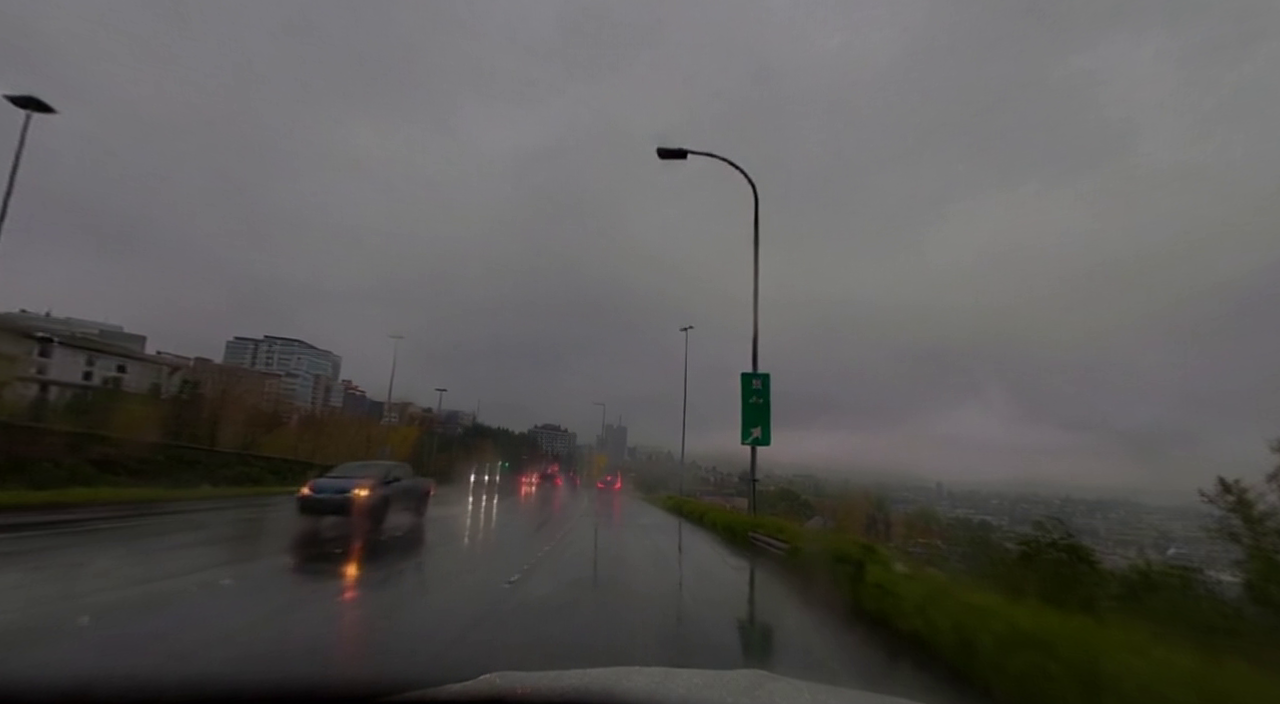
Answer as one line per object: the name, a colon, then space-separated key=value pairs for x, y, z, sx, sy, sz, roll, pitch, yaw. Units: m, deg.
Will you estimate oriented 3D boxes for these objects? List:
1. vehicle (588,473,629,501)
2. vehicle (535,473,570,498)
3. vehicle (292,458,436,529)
vehicle: x=-1.936 y=7.949 z=37.260 sx=2.129 sy=1.471 sz=4.258 roll=2 pitch=-11 yaw=-6
vehicle: x=-5.593 y=8.601 z=40.831 sx=2.030 sy=1.441 sz=4.806 roll=2 pitch=-11 yaw=-6
vehicle: x=-7.023 y=3.644 z=16.630 sx=2.016 sy=1.573 sz=4.259 roll=2 pitch=-11 yaw=-3
